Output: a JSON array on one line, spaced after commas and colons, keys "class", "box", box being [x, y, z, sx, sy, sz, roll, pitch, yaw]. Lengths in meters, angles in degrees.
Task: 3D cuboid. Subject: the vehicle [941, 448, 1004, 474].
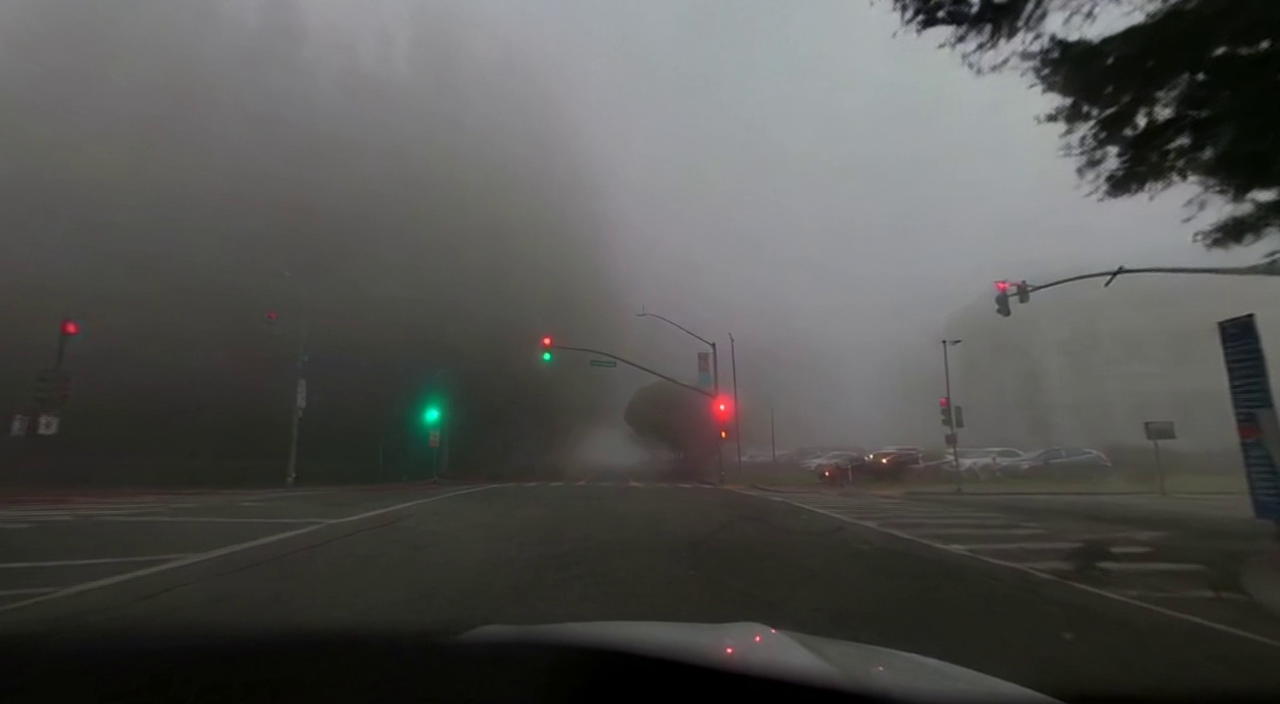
[{"class": "vehicle", "box": [20.502, 6.713, 38.807, 1.923, 1.463, 3.758, 0, -7, 2]}]

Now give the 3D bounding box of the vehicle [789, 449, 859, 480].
[{"class": "vehicle", "box": [9.959, 5.993, 33.720, 1.955, 1.508, 4.295, -7, -11, 40]}]

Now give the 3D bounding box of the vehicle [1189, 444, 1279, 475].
[{"class": "vehicle", "box": [27.945, 5.008, 29.277, 1.591, 1.332, 3.202, -1, -10, 0]}]

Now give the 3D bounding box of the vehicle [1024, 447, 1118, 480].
[{"class": "vehicle", "box": [19.936, 5.125, 29.170, 1.851, 1.388, 3.475, 0, -8, 0]}]

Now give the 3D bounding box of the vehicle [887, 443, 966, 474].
[{"class": "vehicle", "box": [15.711, 5.795, 34.300, 4.522, 1.546, 1.941, 7, -11, -37]}]
